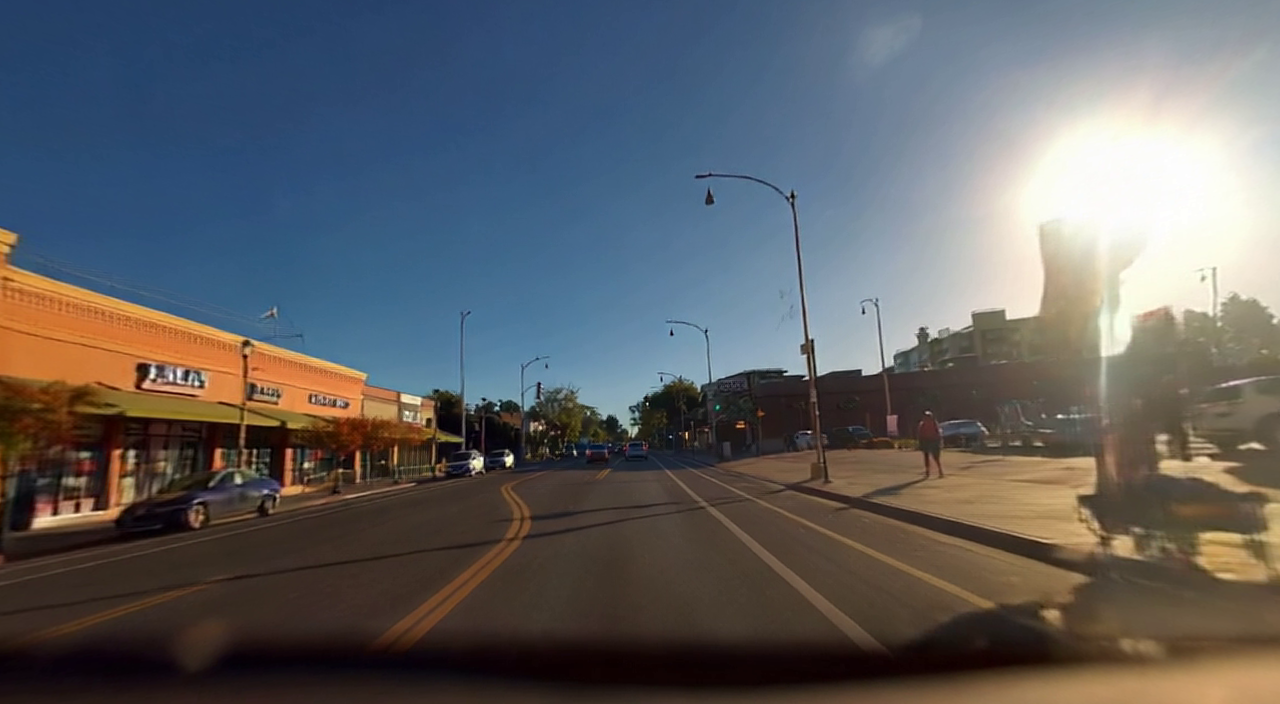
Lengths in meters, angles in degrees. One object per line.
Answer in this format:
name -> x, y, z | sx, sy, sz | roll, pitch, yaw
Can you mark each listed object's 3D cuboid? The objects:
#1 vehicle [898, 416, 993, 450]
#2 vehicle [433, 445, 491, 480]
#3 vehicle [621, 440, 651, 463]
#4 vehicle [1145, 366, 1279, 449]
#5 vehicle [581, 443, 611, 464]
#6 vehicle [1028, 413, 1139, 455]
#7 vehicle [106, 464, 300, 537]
vehicle -> 16.807, 4.510, 34.963 | 4.135, 1.753, 2.122 | 0, -8, 1
vehicle -> -10.854, 6.737, 38.896 | 2.033, 1.930, 4.786 | 0, -8, 1
vehicle -> -0.275, 7.381, 46.913 | 2.105, 1.611, 3.750 | 0, -8, 0
vehicle -> 16.245, 1.503, 16.146 | 5.190, 1.898, 2.168 | 1, -9, -10
vehicle -> -3.227, 7.470, 46.759 | 1.987, 1.461, 4.228 | 0, -8, -1
vehicle -> 17.061, 3.234, 24.593 | 1.773, 1.446, 4.421 | -2, -9, 11
vehicle -> -10.977, 3.711, 16.381 | 1.828, 1.470, 4.523 | 0, -8, -1
